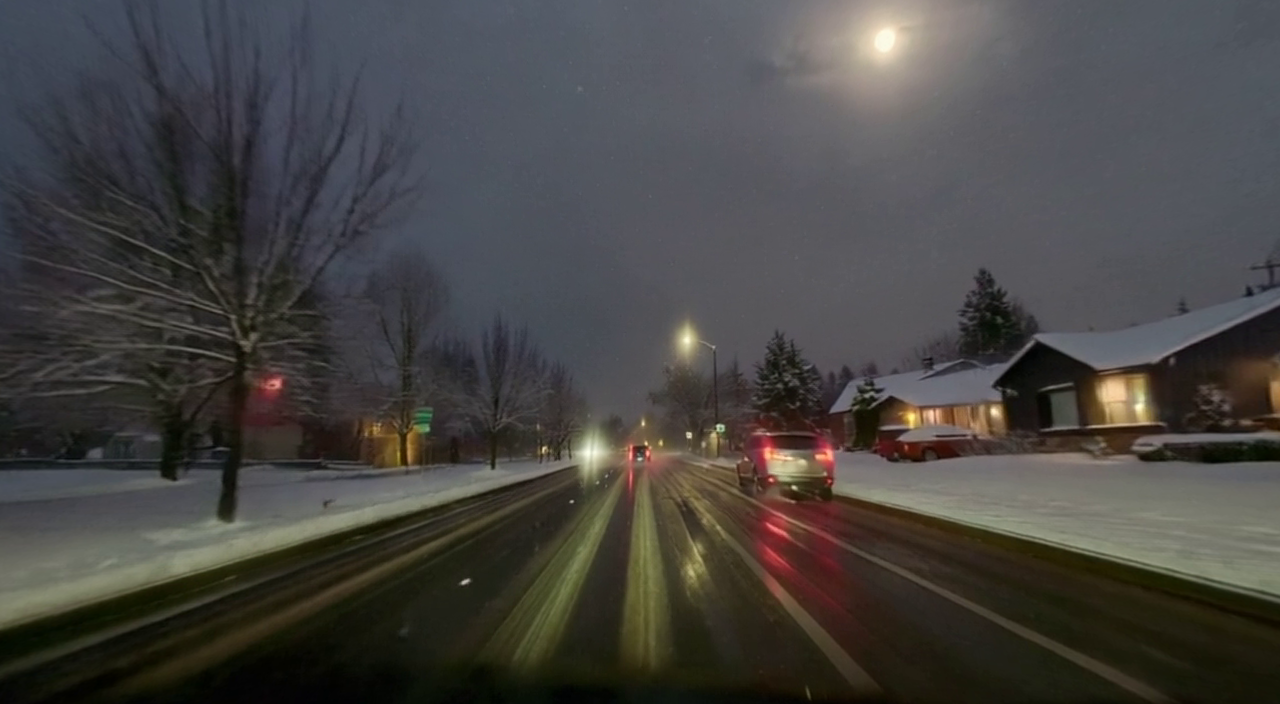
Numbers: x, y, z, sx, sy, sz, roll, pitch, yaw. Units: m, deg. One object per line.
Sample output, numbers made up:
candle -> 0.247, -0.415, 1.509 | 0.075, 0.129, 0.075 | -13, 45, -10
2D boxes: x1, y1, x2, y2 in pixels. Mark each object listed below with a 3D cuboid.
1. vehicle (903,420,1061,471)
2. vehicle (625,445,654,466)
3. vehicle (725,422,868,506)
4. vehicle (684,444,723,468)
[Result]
vehicle -> 12.724, 3.491, 23.615 | 4.694, 1.622, 2.067 | -2, -7, 1
vehicle -> -0.034, 7.628, 46.391 | 2.054, 1.456, 4.003 | 0, -8, 1
vehicle -> 3.790, 2.853, 16.478 | 2.203, 1.828, 5.336 | 0, -9, -2
vehicle -> 4.212, 7.023, 42.380 | 2.069, 1.491, 4.676 | 1, -9, -1
